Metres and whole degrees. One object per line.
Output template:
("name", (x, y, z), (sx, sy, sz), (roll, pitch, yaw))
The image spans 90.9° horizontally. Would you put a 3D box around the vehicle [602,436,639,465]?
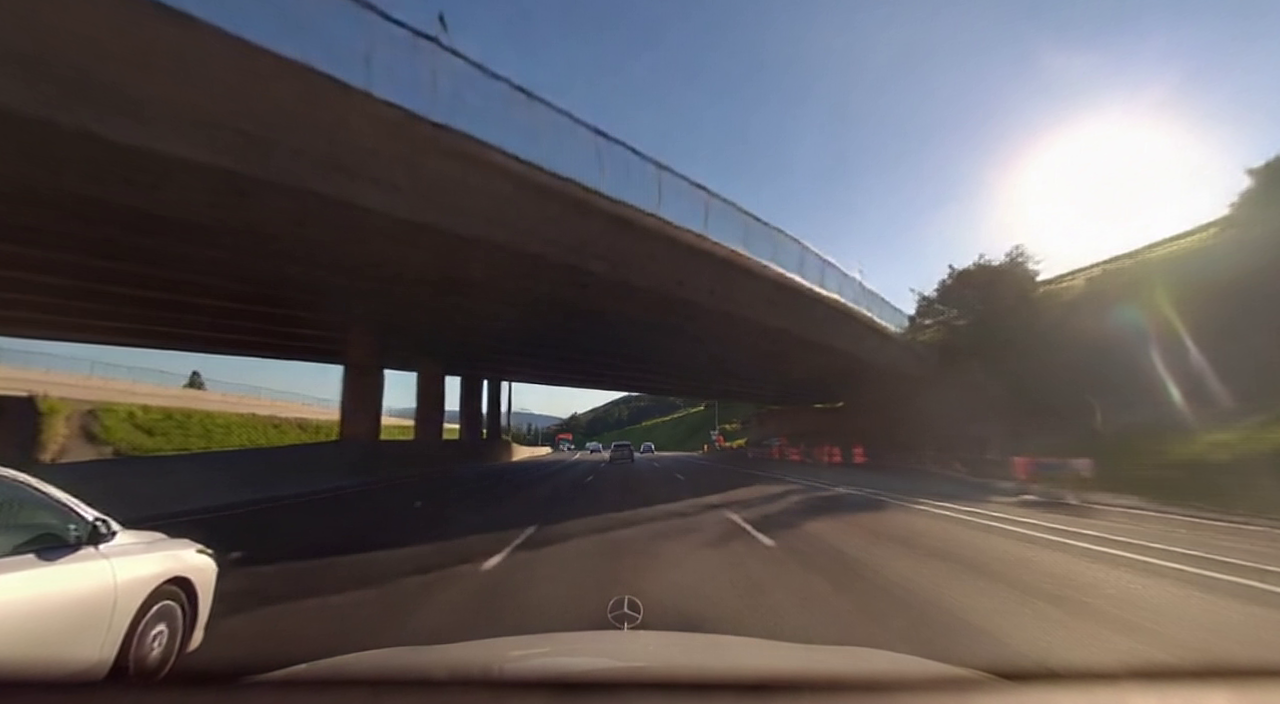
("vehicle", (-1.352, 6.561, 42.290), (2.328, 1.805, 4.502), (0, -8, -3))
